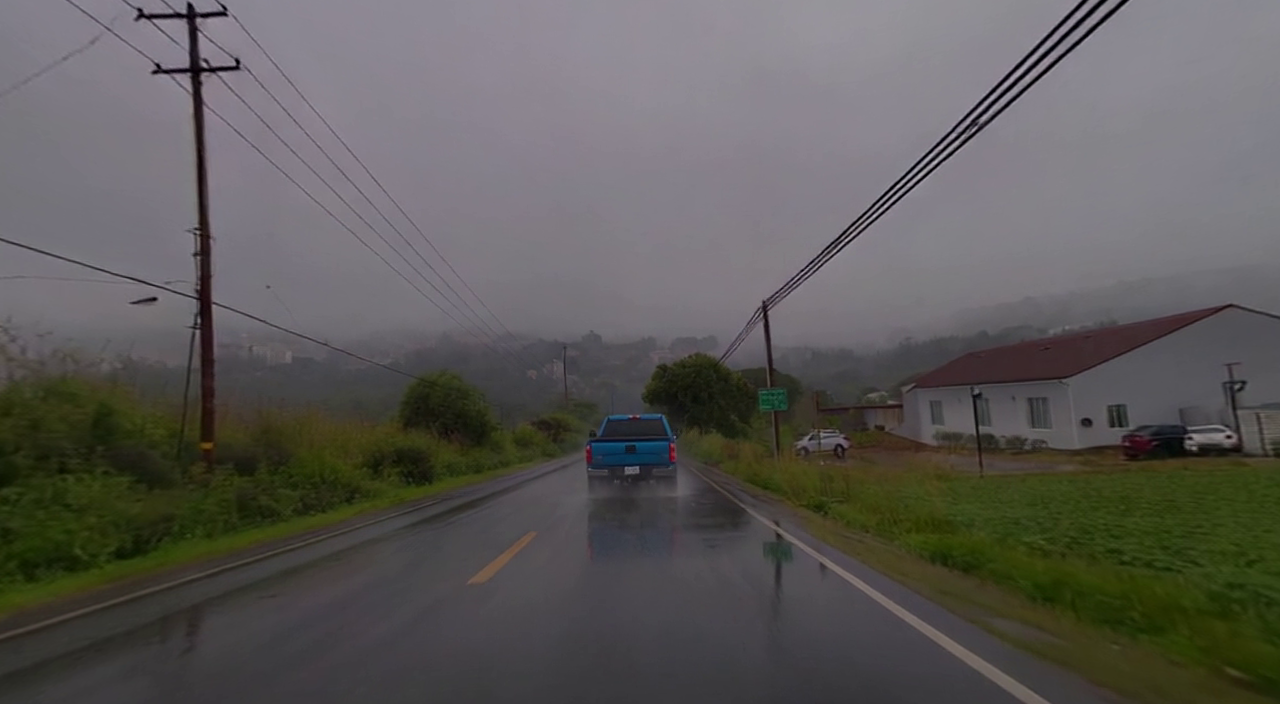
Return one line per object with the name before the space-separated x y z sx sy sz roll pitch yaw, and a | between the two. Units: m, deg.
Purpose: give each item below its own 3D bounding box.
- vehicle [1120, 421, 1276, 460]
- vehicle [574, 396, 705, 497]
vehicle | 31.452 5.077 35.987 2.323 2.002 6.310 2 -9 -13
vehicle | -0.047 2.729 18.428 3.021 2.326 7.410 0 -8 -1
